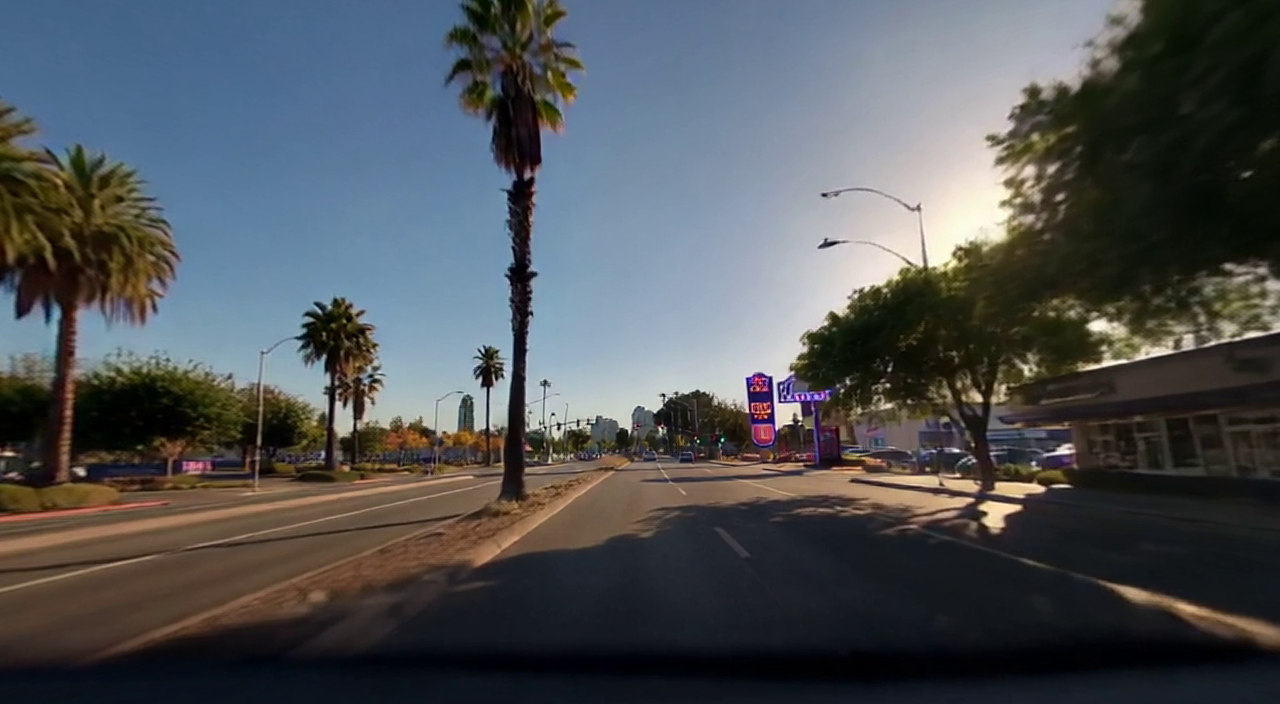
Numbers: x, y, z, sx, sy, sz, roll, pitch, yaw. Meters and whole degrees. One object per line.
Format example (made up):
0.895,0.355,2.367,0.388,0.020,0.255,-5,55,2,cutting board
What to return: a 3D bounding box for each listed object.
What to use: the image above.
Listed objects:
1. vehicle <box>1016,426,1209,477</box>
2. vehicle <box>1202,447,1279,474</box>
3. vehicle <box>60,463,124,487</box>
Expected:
21.427,4.540,28.958,6.489,2.179,2.882,0,-9,-1,vehicle
39.550,7.077,41.404,1.919,1.613,3.862,-2,-9,5,vehicle
-42.154,9.396,48.578,4.464,1.684,2.128,-5,-10,28,vehicle
